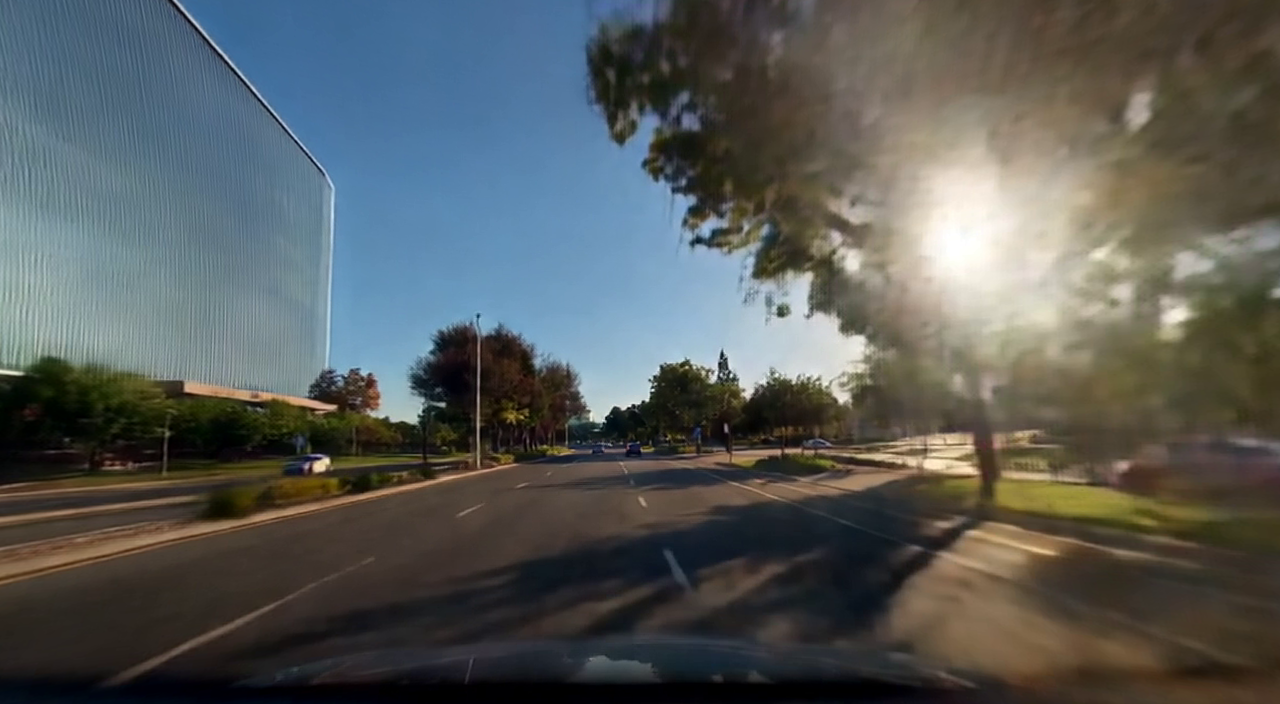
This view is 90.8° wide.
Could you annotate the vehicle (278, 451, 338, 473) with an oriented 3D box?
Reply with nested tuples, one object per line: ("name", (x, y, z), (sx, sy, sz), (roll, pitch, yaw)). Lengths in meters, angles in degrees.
("vehicle", (-23.956, 7.920, 45.744), (1.862, 1.489, 4.780), (0, -8, -2))

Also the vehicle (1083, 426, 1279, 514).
("vehicle", (12.360, 2.458, 13.723), (2.024, 1.575, 4.498), (0, -8, -3))

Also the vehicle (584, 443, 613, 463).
("vehicle", (-3.117, 7.536, 47.358), (2.080, 1.445, 4.096), (0, -8, -3))
